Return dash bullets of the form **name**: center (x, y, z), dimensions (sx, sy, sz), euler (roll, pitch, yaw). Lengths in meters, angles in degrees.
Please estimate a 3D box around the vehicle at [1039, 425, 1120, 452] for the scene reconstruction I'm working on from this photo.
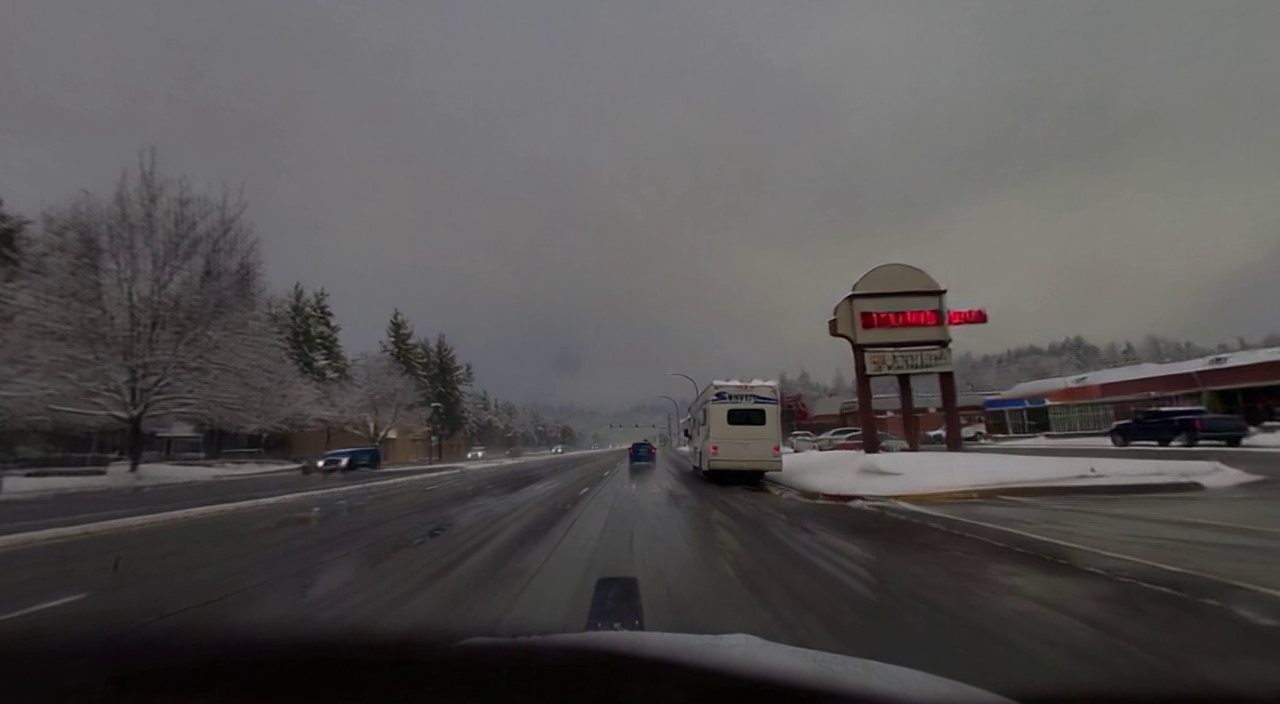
- **vehicle**: center (26.091, 5.180, 37.523), dimensions (4.196, 1.520, 1.953), euler (4, -10, -25)

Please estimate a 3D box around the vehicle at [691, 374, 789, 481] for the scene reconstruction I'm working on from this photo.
- **vehicle**: center (4.014, 3.411, 27.555), dimensions (2.896, 3.921, 8.415), euler (0, -9, 0)

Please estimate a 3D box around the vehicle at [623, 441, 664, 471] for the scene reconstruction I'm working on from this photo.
- **vehicle**: center (0.167, 5.701, 34.839), dimensions (2.103, 1.506, 4.742), euler (0, -9, -1)

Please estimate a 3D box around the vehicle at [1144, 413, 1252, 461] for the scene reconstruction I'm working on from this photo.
- **vehicle**: center (23.083, 3.514, 26.104), dimensions (4.430, 1.659, 1.905), euler (2, -10, -31)

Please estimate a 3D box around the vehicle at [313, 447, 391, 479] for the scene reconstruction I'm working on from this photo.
- **vehicle**: center (-14.551, 5.619, 32.226), dimensions (1.836, 1.498, 4.518), euler (0, -9, 1)

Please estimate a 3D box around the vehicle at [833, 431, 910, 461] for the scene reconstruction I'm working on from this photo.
- **vehicle**: center (13.890, 5.687, 37.960), dimensions (4.037, 1.538, 1.912), euler (-7, -10, 26)
